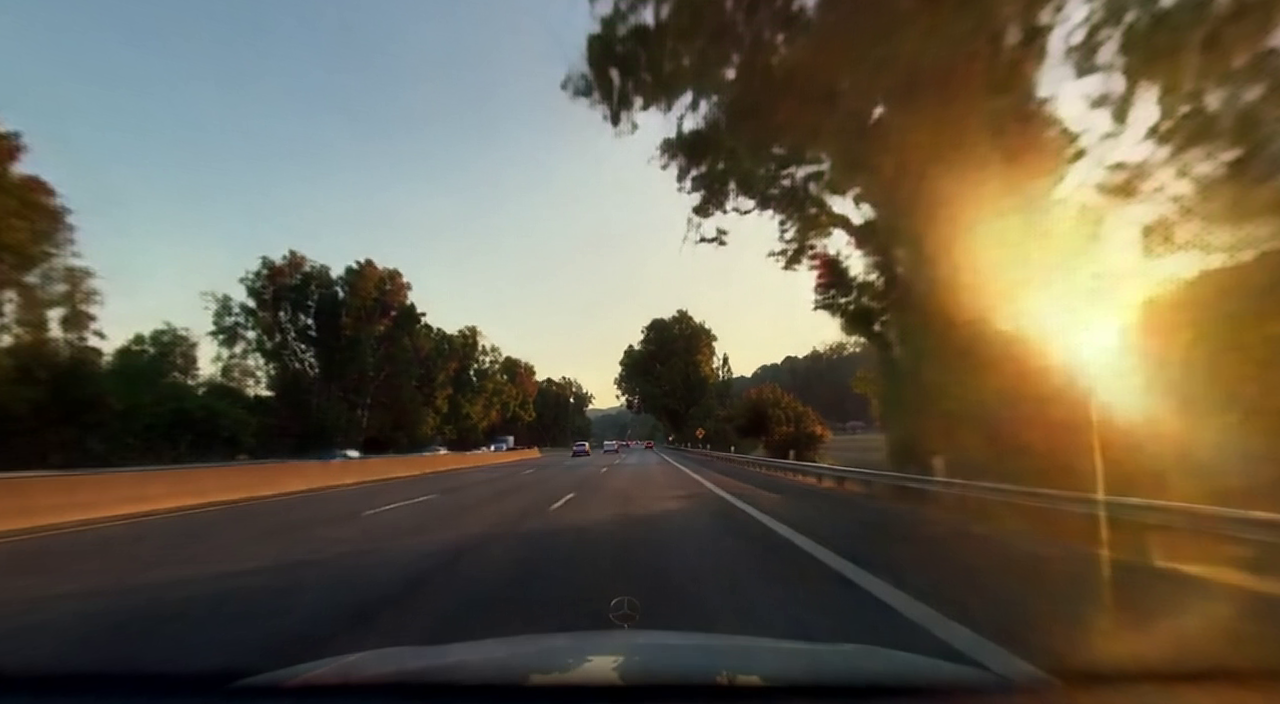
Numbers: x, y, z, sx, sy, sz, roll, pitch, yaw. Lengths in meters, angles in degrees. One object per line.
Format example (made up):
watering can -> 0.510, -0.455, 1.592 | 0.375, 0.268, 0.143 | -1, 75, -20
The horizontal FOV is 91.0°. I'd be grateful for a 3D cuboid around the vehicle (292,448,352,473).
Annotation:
vehicle -> -19.146, 6.519, 38.086 | 1.683, 1.420, 3.650 | 0, -8, 1
